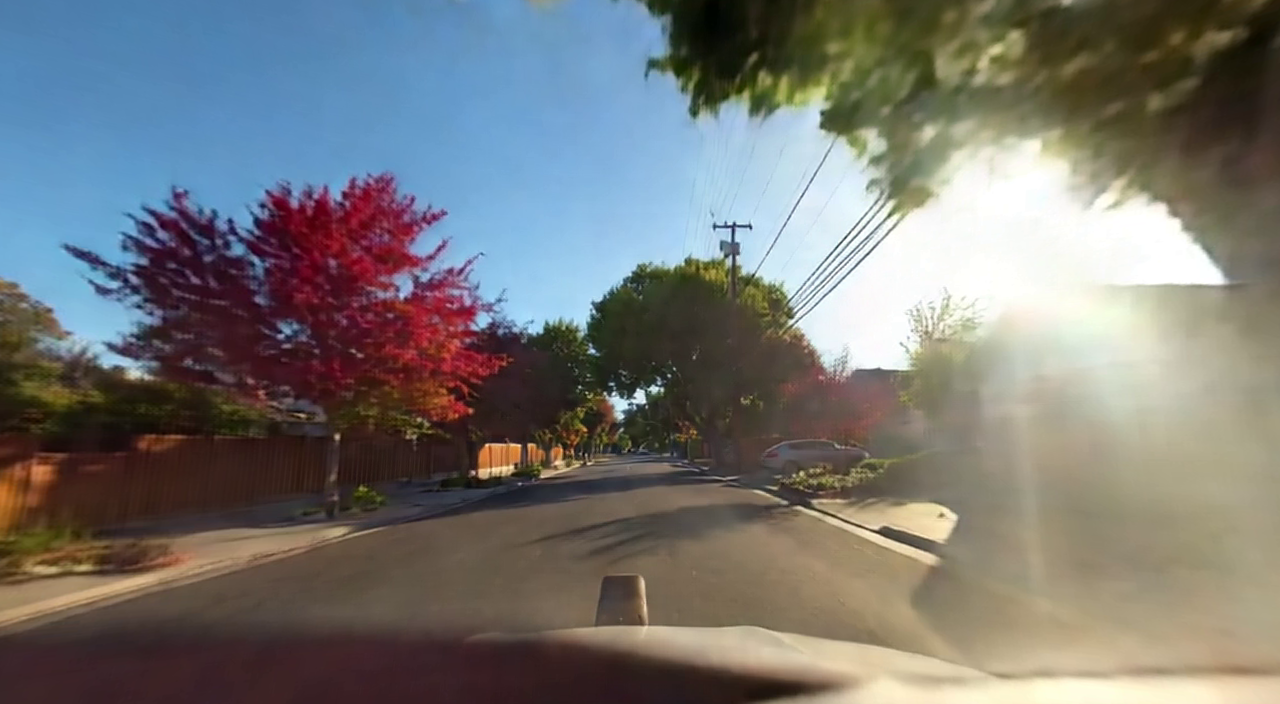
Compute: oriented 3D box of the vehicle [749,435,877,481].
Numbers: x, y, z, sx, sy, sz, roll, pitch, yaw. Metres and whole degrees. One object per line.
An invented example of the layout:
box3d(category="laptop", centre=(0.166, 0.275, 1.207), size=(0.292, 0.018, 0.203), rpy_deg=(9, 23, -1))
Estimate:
box3d(category="vehicle", centre=(7.202, 4.447, 26.689), size=(4.806, 1.851, 2.050), rpy_deg=(0, -9, 2))
